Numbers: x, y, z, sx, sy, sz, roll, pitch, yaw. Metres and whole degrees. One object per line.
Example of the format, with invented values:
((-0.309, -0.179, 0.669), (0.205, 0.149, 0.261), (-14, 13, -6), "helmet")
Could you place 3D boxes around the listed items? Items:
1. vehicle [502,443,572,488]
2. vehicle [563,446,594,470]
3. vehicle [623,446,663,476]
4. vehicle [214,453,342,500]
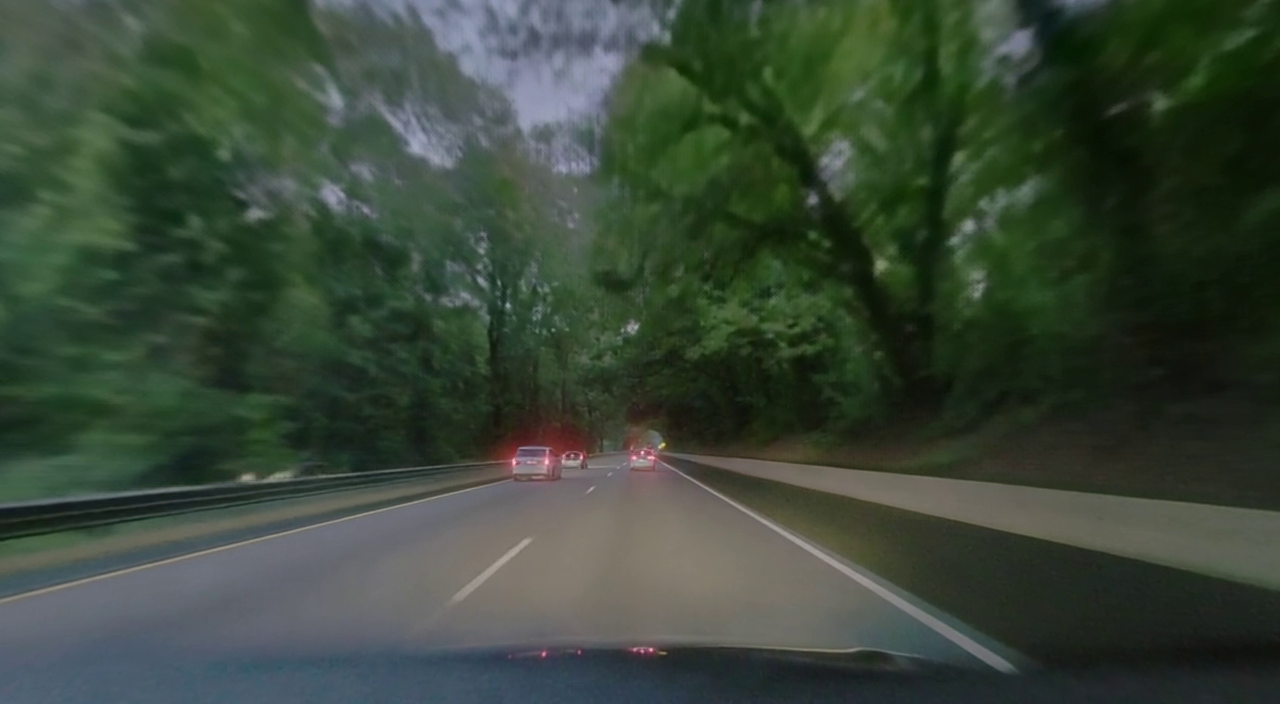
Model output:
((-3.773, 4.227, 23.707), (1.978, 1.538, 3.755), (0, -9, 0), "vehicle")
((-4.324, 7.501, 44.735), (1.834, 1.615, 3.624), (0, -9, 0), "vehicle")
((0.138, 5.795, 33.576), (2.001, 1.490, 3.914), (0, -9, 0), "vehicle")
((-12.421, 4.266, 22.002), (1.909, 1.442, 4.293), (0, -9, 0), "vehicle")
